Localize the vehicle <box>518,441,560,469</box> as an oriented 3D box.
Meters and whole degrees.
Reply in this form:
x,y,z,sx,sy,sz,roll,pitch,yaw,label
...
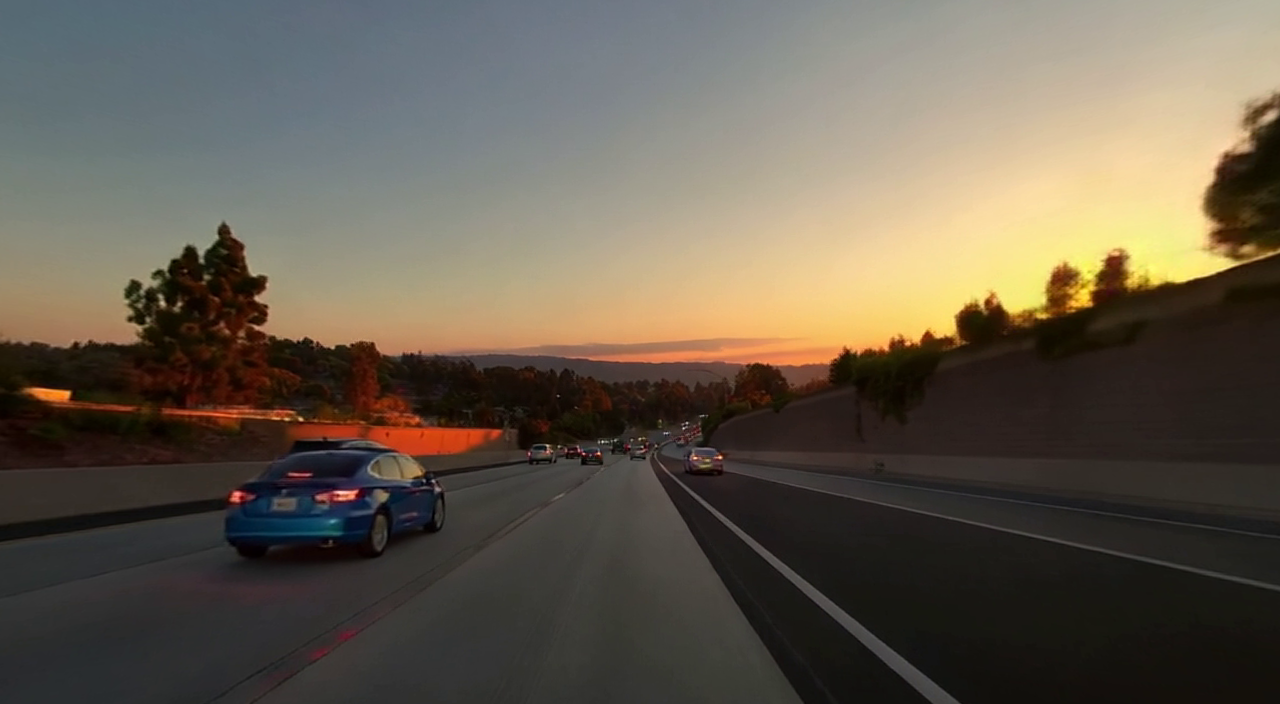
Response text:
x,y,z,sx,sy,sz,roll,pitch,yaw,label
-6.923,7.095,43.602,2.111,1.811,4.391,0,-9,0,vehicle

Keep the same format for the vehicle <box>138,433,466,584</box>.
x,y,z,sx,sy,sz,roll,pitch,yaw,label
-4.023,1.917,8.600,1.988,1.506,4.416,0,-9,0,vehicle

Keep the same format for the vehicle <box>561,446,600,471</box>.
x,y,z,sx,sy,sz,roll,pitch,yaw,label
-3.717,6.752,39.976,2.071,1.478,4.130,0,-9,1,vehicle

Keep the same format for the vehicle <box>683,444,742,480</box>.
x,y,z,sx,sy,sz,roll,pitch,yaw,label
3.259,5.047,29.220,2.141,1.507,4.510,0,-9,0,vehicle
